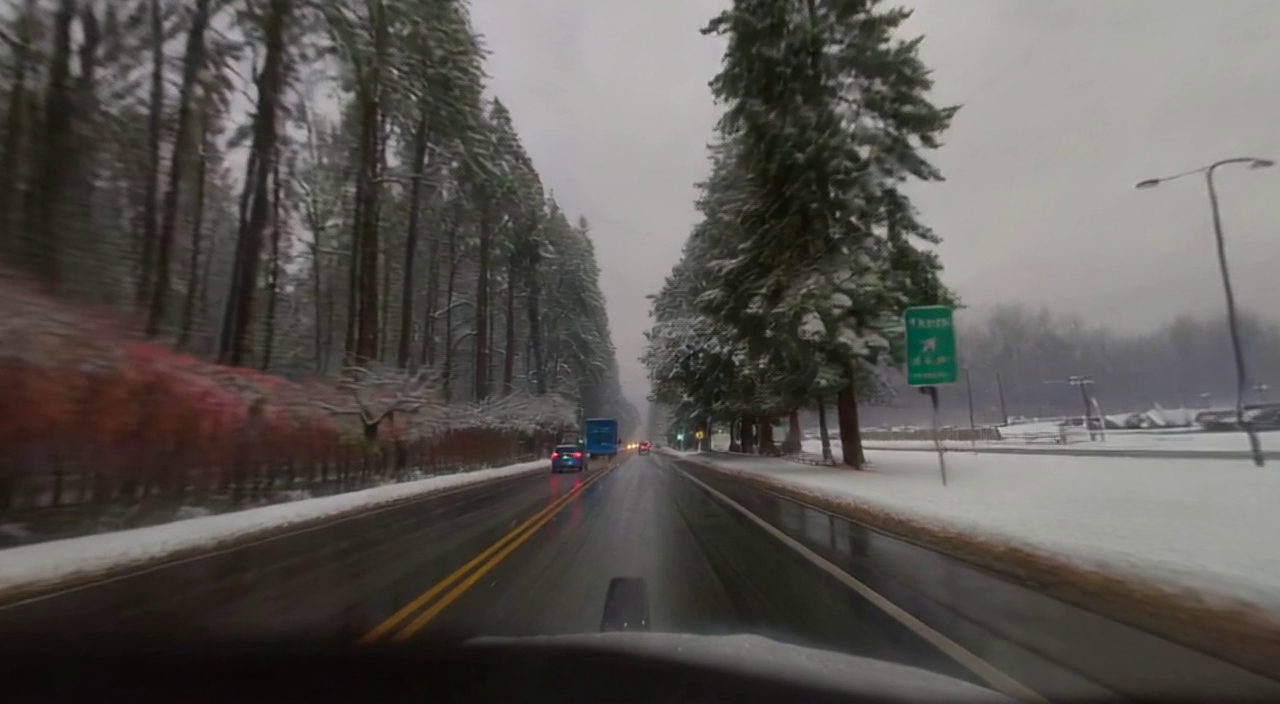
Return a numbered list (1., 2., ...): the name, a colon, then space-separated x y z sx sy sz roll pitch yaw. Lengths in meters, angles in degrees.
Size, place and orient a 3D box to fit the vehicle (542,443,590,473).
1. vehicle: -3.889 5.658 33.937 2.005 1.462 4.345 0 -8 1
